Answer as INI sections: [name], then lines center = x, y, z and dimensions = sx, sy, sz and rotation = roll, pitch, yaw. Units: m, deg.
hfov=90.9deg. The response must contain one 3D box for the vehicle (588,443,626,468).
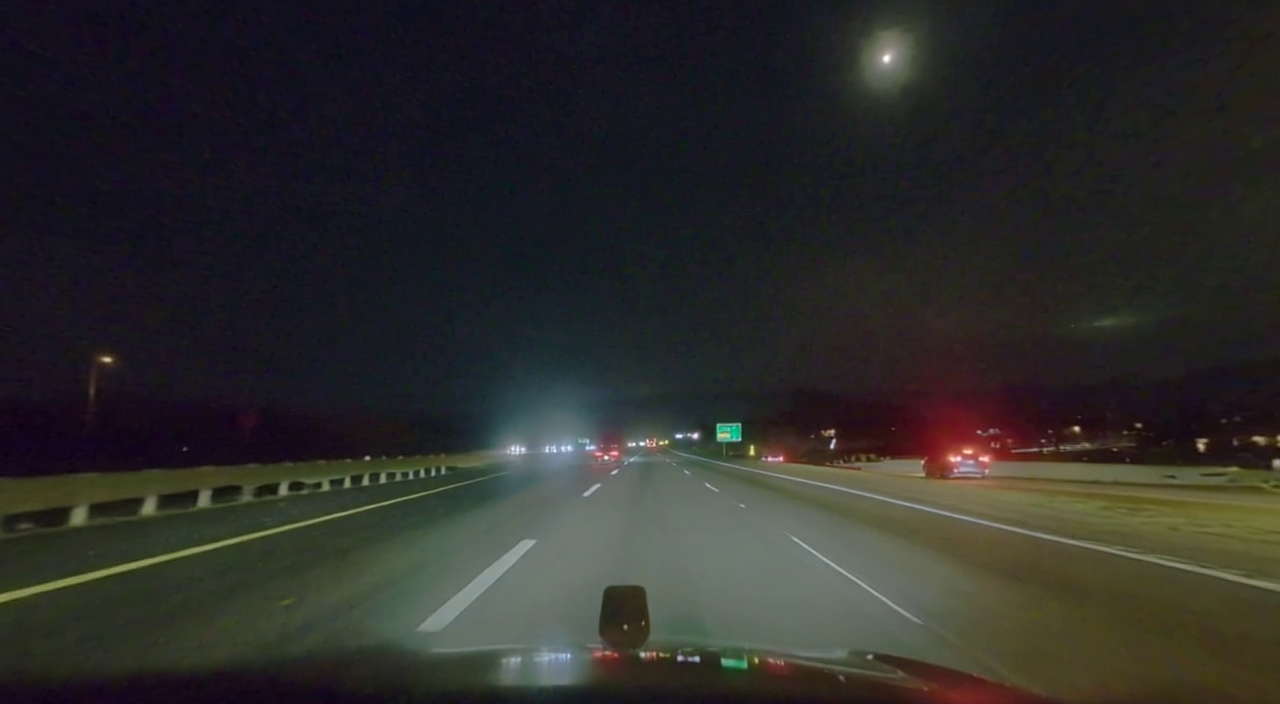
[vehicle]
center = -2.073, 6.636, 40.668
dimensions = 1.968, 1.504, 3.892
rotation = -1, -8, 4
